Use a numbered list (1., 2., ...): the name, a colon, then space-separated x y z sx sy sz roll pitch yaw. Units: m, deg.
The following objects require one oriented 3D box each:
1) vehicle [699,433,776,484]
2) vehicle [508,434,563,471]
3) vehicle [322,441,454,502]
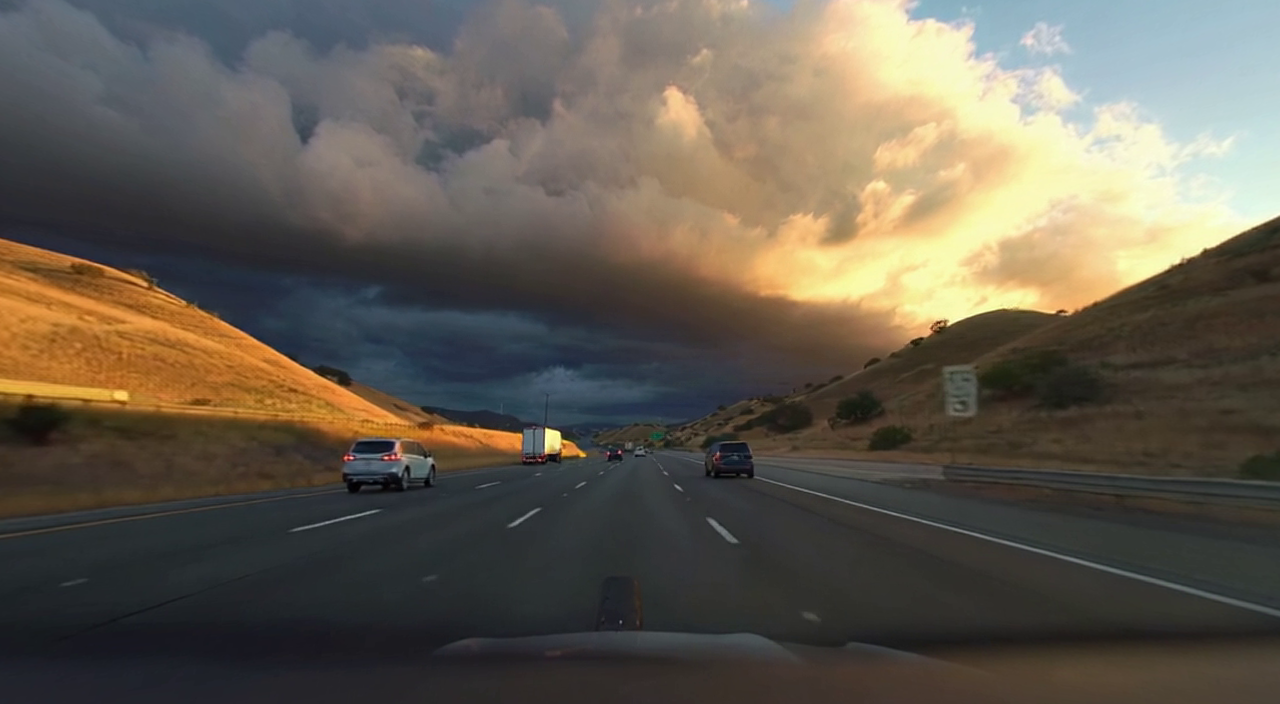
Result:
1. vehicle: 3.688 4.157 24.816 2.231 1.789 4.700 0 -9 -1
2. vehicle: -7.699 7.538 47.412 2.937 2.509 7.090 0 -9 0
3. vehicle: -7.189 3.454 18.646 1.935 1.550 4.883 0 -9 -1
